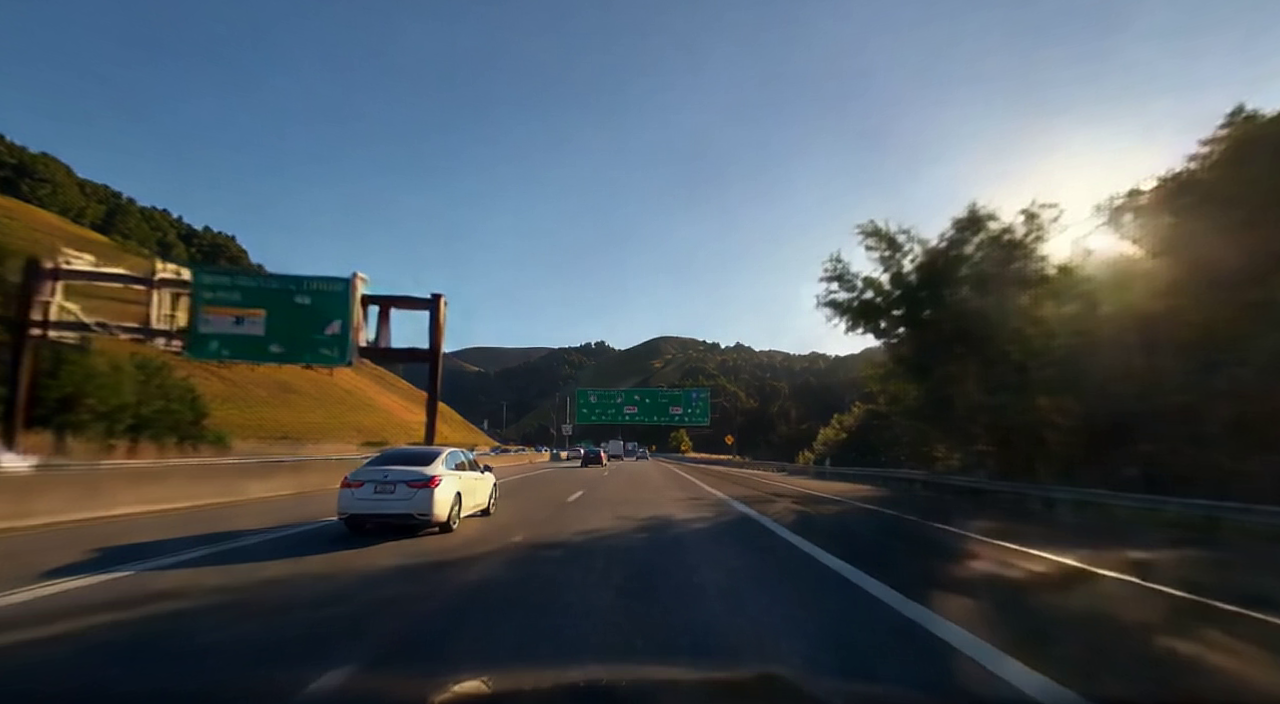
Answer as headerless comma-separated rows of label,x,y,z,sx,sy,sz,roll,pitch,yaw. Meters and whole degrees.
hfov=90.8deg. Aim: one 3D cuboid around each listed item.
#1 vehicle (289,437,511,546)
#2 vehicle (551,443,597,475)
vehicle,-3.691,2.223,10.776,1.988,1.440,4.504,0,-9,0
vehicle,-3.655,6.002,35.639,2.073,1.694,4.162,0,-9,1
